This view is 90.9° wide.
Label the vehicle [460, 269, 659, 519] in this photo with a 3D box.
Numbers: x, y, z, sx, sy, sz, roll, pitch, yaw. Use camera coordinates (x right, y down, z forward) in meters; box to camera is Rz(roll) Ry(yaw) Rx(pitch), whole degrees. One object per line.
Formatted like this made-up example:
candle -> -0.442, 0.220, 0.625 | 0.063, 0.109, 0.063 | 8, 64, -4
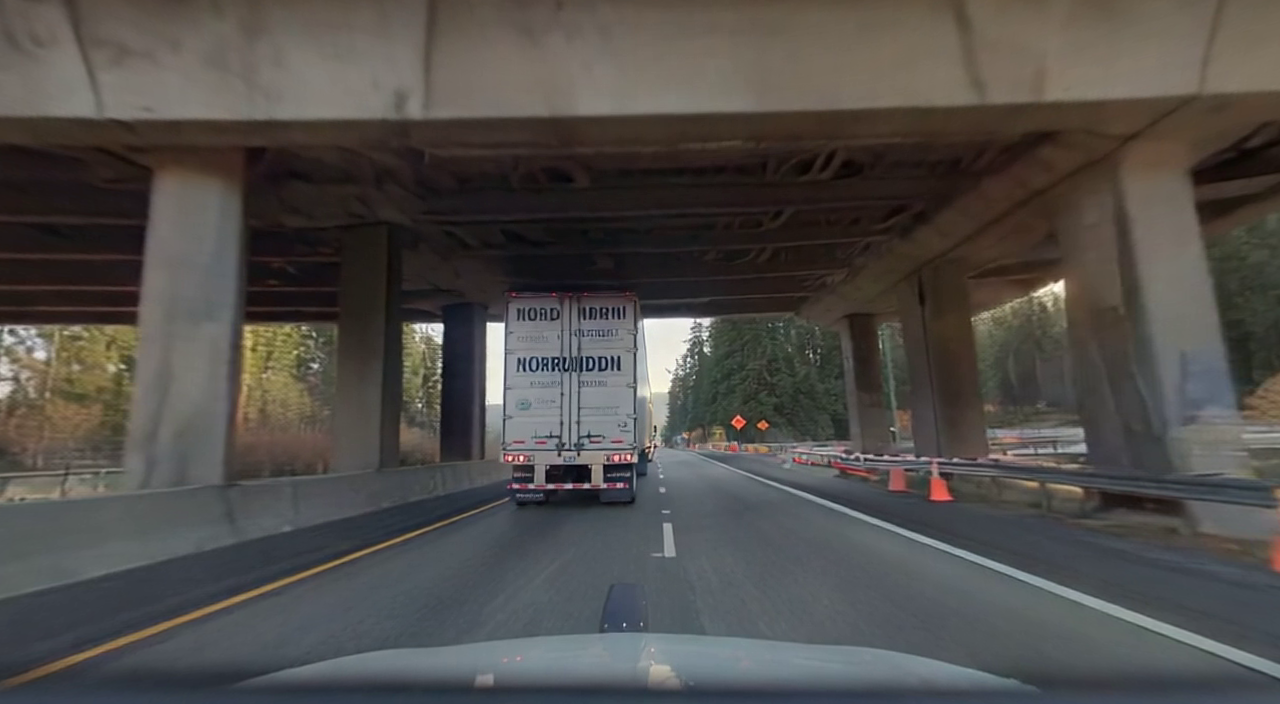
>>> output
vehicle -> -1.133, 1.441, 15.780 | 2.935, 4.068, 11.036 | 0, -8, 3
